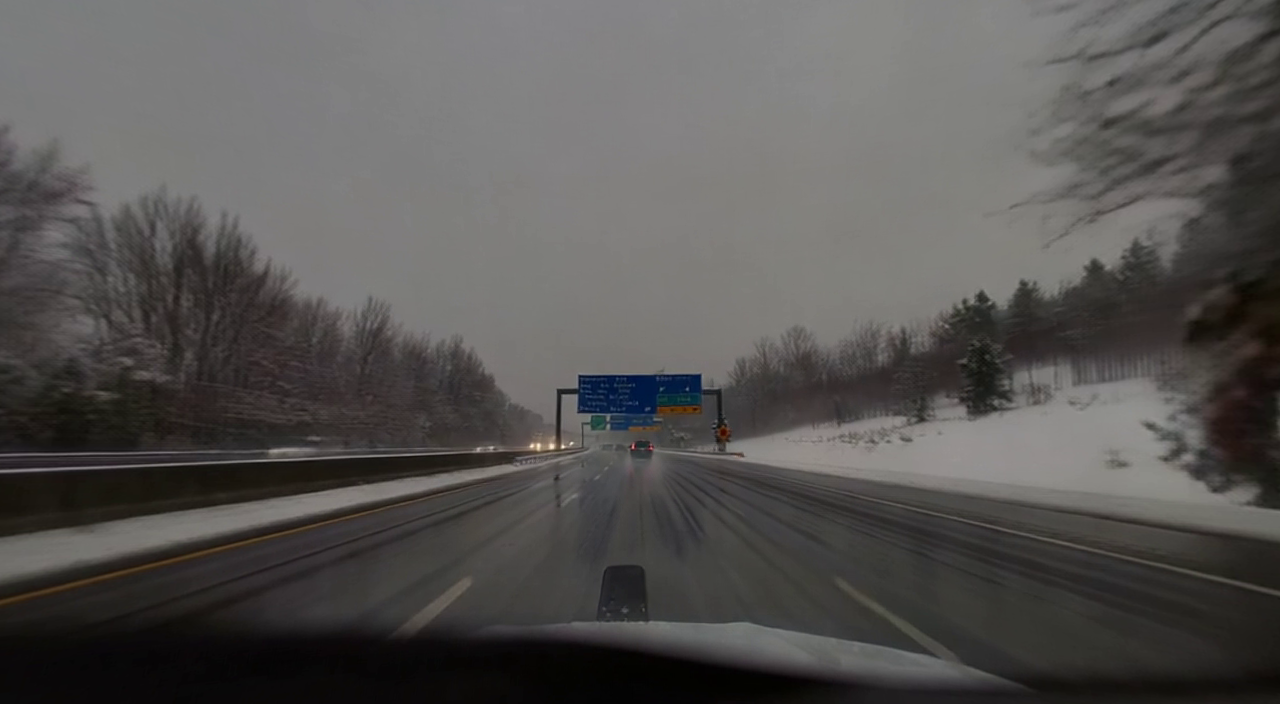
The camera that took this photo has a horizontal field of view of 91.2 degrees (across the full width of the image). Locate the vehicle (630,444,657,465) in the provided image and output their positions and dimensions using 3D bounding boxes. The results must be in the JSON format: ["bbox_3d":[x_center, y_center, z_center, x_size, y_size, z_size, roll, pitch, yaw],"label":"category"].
[{"bbox_3d":[0.253,7.412,45.613,1.859,1.478,3.799,0,-9,0],"label":"vehicle"}]

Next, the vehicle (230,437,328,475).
[{"bbox_3d":[-16.896,4.886,29.667,1.951,1.640,4.508,0,-9,0],"label":"vehicle"}]
